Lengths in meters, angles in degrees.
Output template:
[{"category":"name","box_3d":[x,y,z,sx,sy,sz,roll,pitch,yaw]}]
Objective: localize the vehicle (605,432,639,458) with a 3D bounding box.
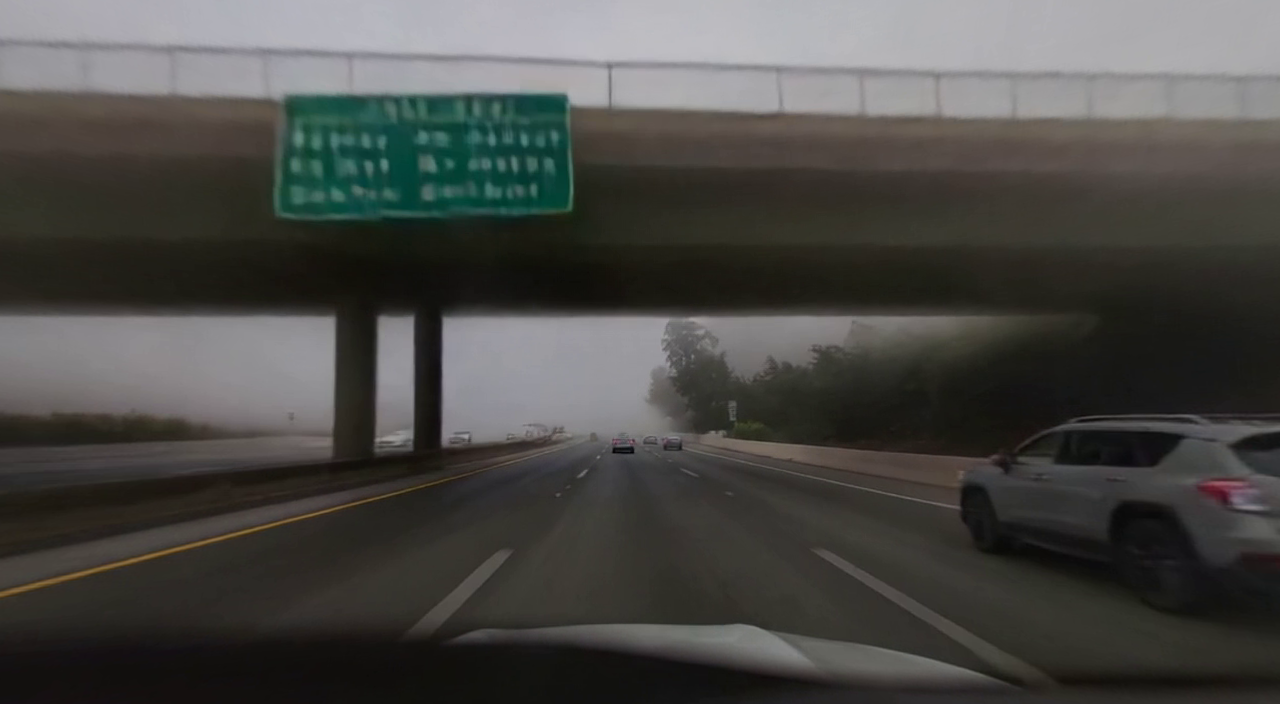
[{"category":"vehicle","box_3d":[-1.072,5.548,37.753,1.987,1.440,3.565,0,-8,-1]}]

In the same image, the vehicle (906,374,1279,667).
[{"category":"vehicle","box_3d":[4.094,1.179,5.422,1.892,1.600,3.782,0,-8,-1]}]
